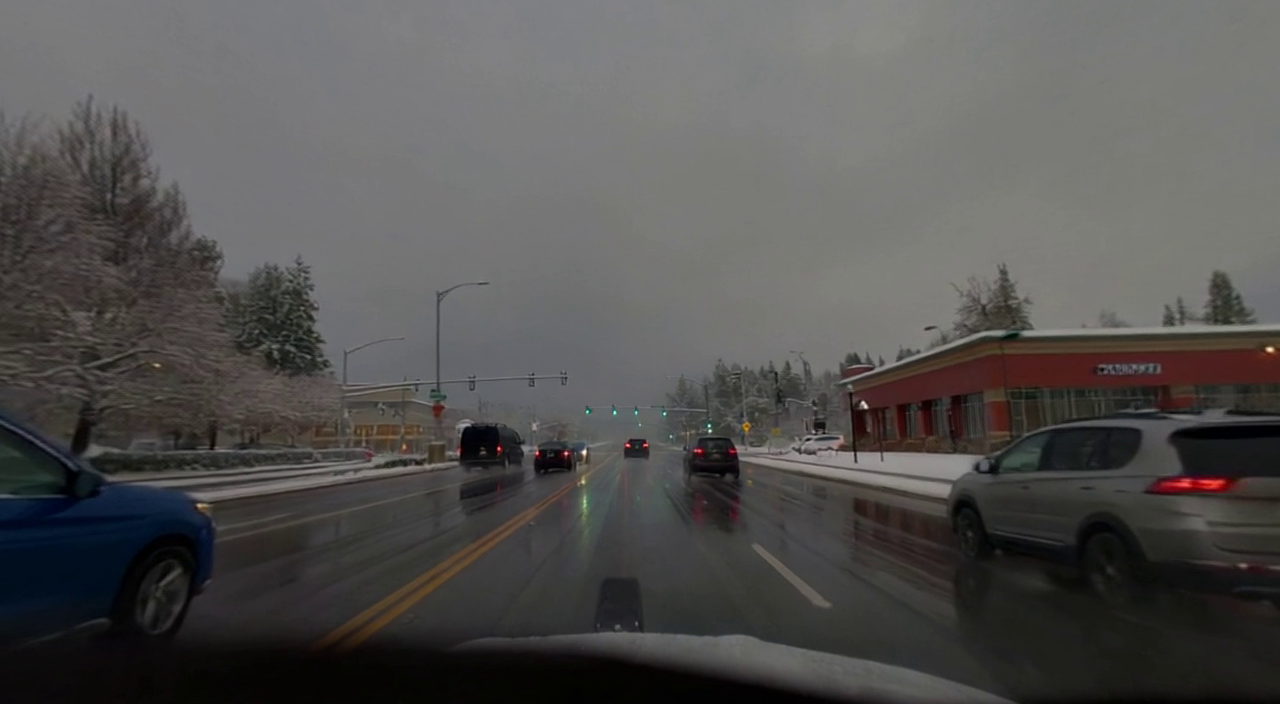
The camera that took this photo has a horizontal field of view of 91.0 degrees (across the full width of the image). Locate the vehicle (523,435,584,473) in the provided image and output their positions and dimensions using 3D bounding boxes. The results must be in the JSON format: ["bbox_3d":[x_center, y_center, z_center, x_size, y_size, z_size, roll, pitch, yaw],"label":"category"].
[{"bbox_3d":[-4.033,4.866,30.184,2.133,1.677,4.727,0,-9,1],"label":"vehicle"}]

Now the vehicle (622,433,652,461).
[{"bbox_3d":[-0.295,7.516,49.833,2.299,2.104,5.207,0,-9,-1],"label":"vehicle"}]

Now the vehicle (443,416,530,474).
[{"bbox_3d":[-7.595,4.738,32.063,2.863,2.592,6.410,0,-9,-1],"label":"vehicle"}]

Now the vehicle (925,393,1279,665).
[{"bbox_3d":[4.801,1.415,6.088,2.080,1.661,4.324,0,-9,1],"label":"vehicle"}]

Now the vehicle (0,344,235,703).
[{"bbox_3d":[-3.988,0.762,2.394,2.038,1.748,4.303,0,-9,-1],"label":"vehicle"}]

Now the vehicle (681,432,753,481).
[{"bbox_3d":[3.030,4.254,25.902,2.167,1.792,4.835,1,-9,-2],"label":"vehicle"}]
